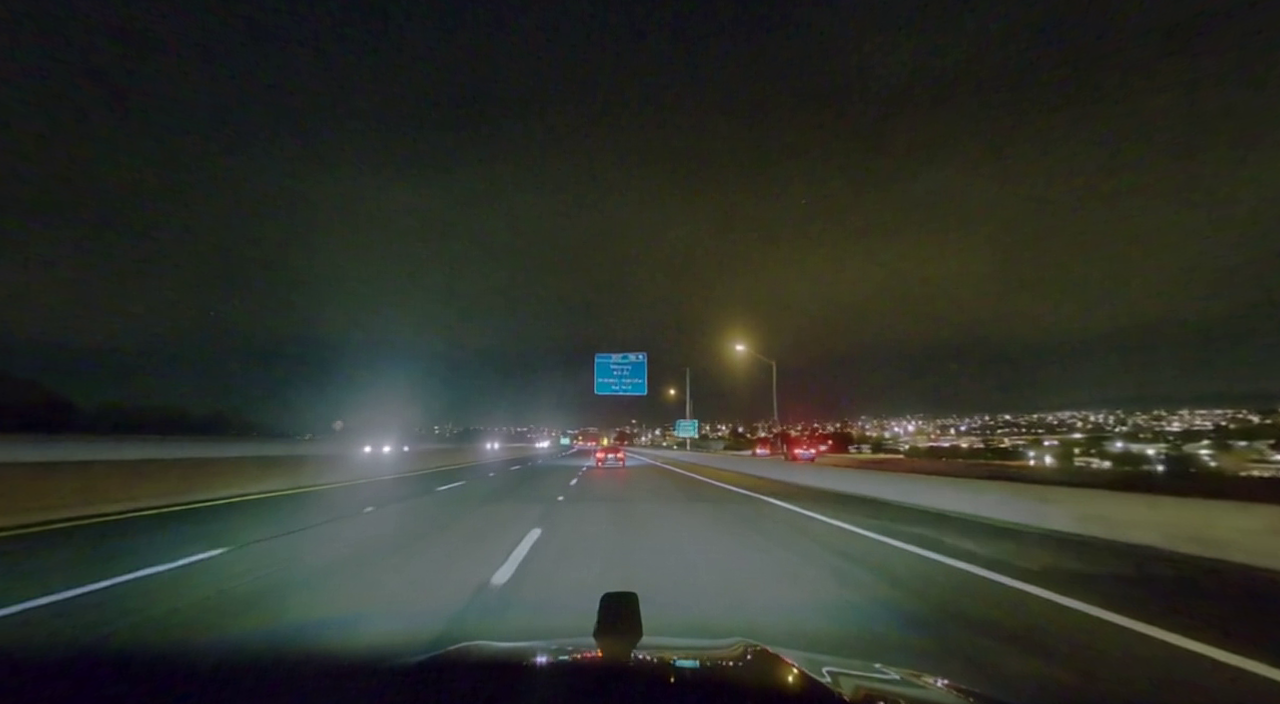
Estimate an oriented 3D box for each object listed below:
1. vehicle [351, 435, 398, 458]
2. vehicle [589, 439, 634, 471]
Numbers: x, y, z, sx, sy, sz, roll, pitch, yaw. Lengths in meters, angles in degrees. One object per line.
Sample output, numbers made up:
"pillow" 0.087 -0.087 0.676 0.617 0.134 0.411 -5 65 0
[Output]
"vehicle" -19.490 6.988 46.214 1.952 1.590 4.398 0 -9 -6
"vehicle" -1.398 5.306 32.433 2.055 1.509 4.255 -1 -9 2
